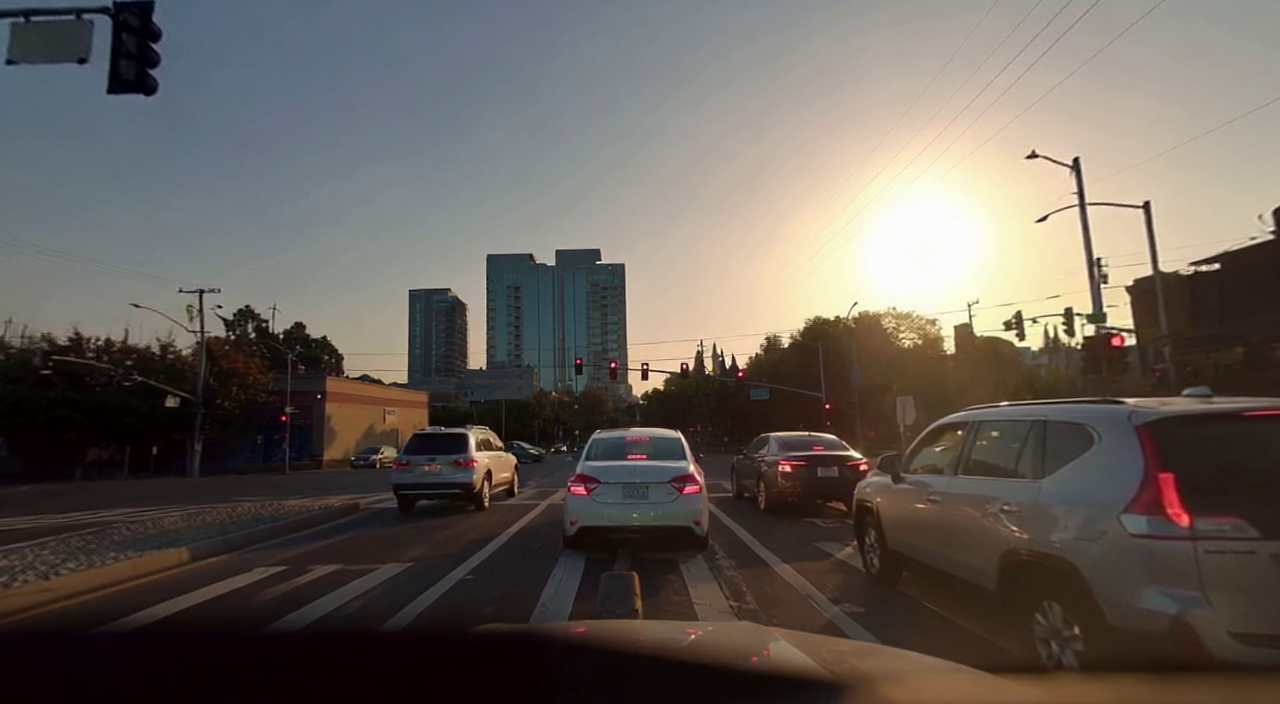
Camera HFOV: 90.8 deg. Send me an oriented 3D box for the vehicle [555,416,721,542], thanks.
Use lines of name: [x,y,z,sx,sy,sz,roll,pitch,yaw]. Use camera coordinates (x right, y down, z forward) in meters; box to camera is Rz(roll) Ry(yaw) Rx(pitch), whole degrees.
vehicle: [-0.074,1.981,10.433,2.188,1.637,4.027,0,-8,-1]

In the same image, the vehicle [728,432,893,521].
vehicle: [3.157,2.411,12.804,2.001,1.463,4.398,0,-8,-2]

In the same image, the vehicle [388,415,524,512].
vehicle: [-3.957,2.475,14.459,2.021,1.837,4.448,1,-8,-4]

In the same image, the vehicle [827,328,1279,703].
vehicle: [3.021,1.073,4.287,2.103,1.701,4.294,0,-8,-1]
